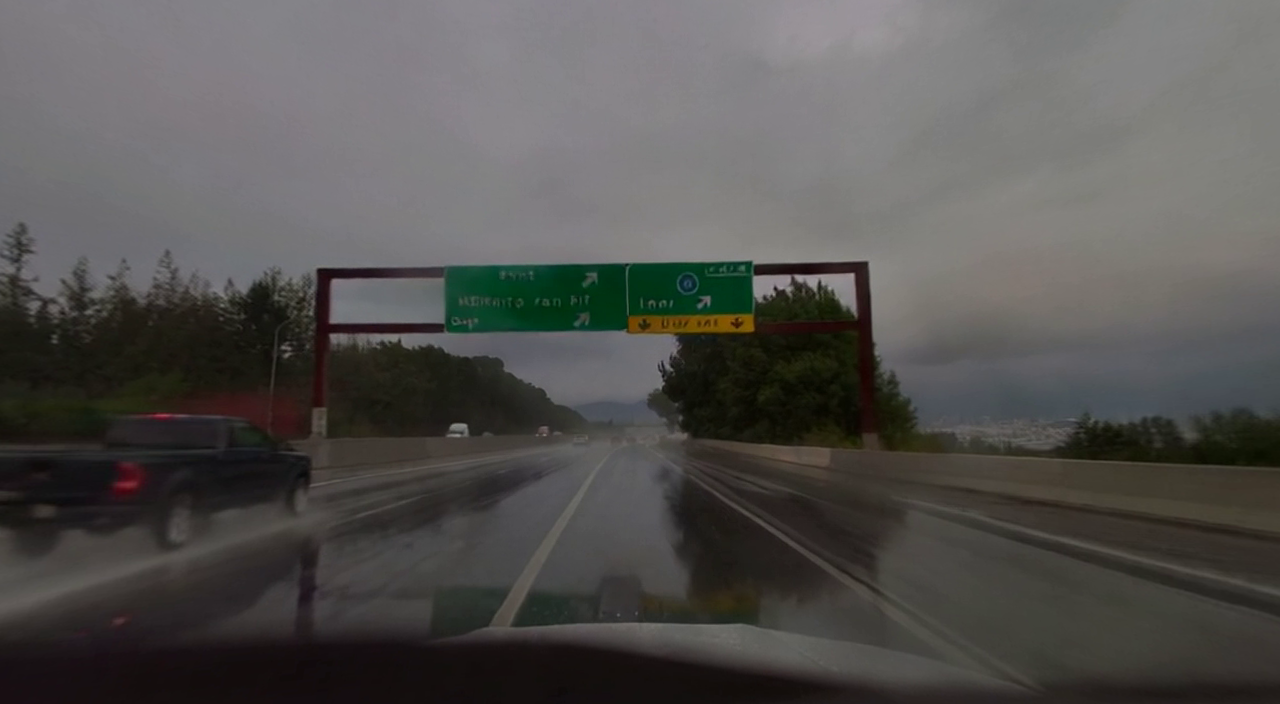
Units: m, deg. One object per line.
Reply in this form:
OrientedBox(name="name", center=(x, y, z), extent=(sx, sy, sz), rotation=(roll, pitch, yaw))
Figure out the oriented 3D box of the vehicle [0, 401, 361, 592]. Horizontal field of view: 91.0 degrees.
OrientedBox(name="vehicle", center=(-5.591, 1.606, 7.974), extent=(2.055, 1.662, 4.773), rotation=(0, -8, -2))
